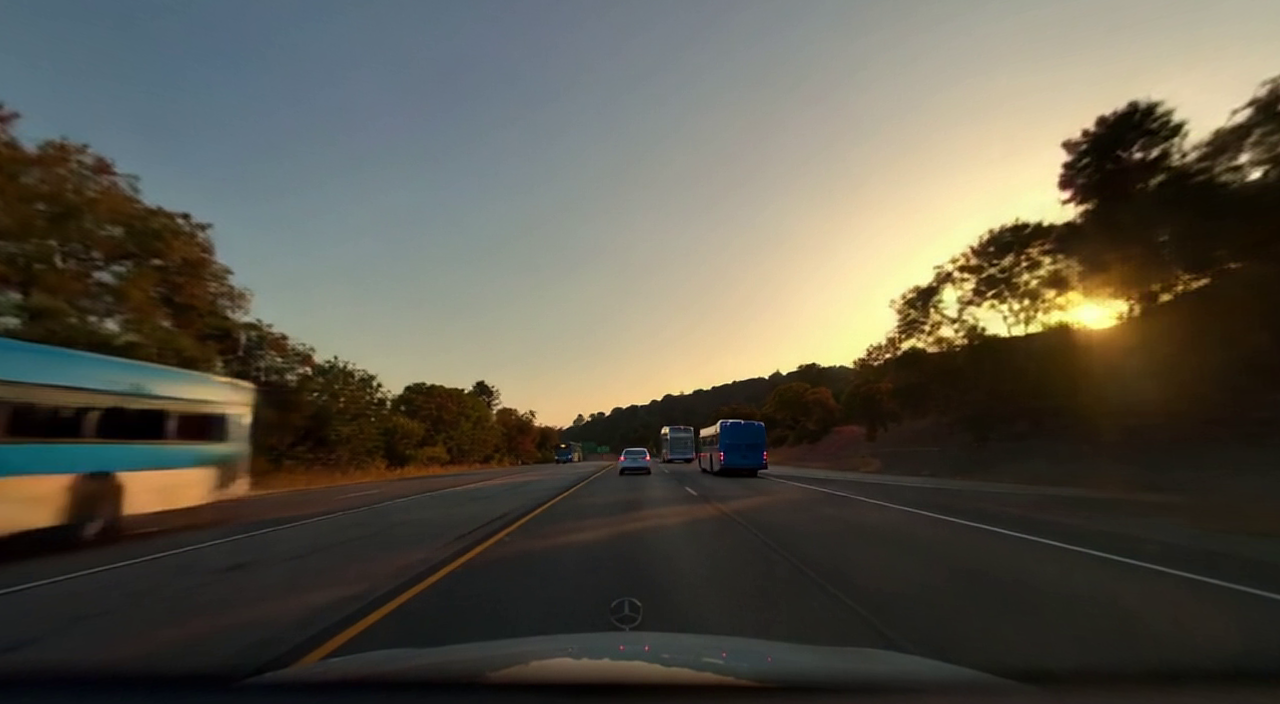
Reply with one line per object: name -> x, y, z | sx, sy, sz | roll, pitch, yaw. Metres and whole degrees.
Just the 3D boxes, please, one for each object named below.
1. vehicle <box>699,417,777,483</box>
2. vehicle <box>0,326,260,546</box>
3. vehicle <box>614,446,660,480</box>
vehicle -> 4.134, 4.325, 27.829 | 2.440, 2.555, 5.957 | 0, -9, -1
vehicle -> -13.478, 1.668, 12.356 | 3.170, 4.049, 14.238 | 0, -9, 0
vehicle -> -0.158, 5.119, 29.354 | 2.004, 1.449, 3.817 | 0, -9, -1
